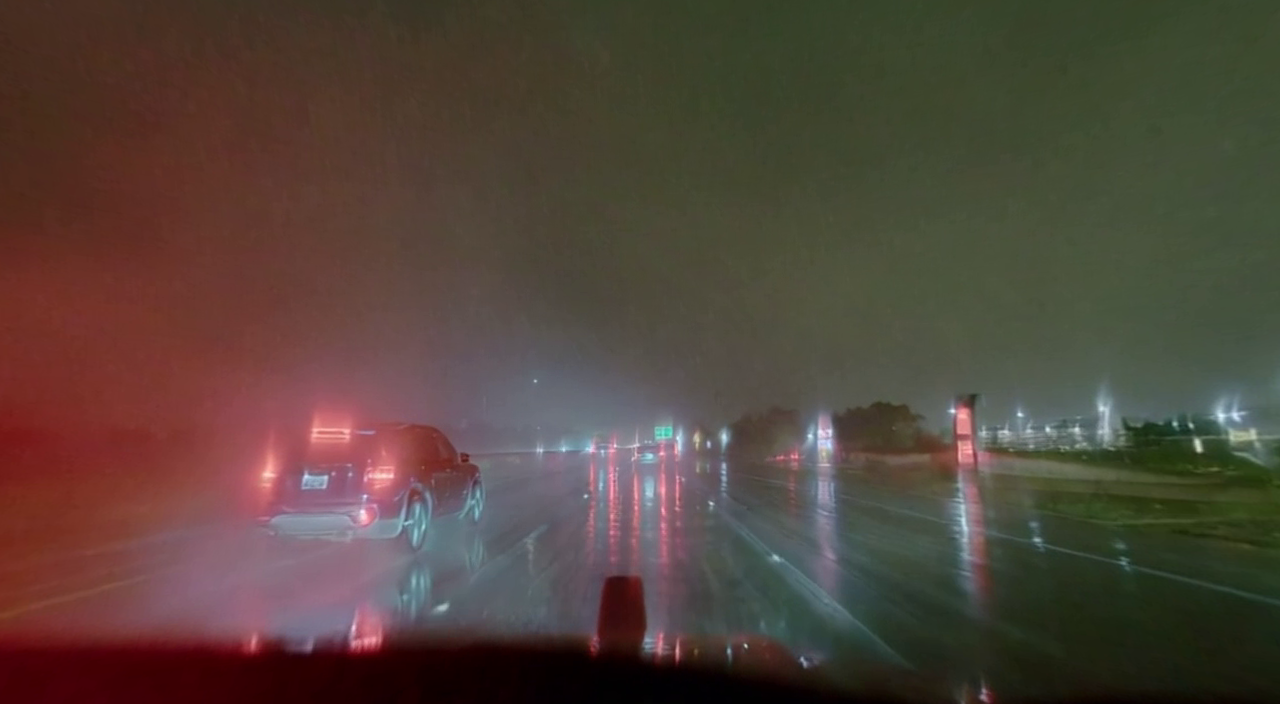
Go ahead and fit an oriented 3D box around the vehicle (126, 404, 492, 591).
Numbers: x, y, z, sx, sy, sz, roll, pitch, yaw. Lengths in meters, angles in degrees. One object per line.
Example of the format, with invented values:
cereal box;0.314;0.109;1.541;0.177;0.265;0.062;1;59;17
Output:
vehicle;-3.691;1.721;8.357;2.239;1.761;4.620;0;-8;1

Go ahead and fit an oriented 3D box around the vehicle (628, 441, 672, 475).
vehicle;0.454;5.170;31.076;2.000;1.558;3.945;0;-8;0

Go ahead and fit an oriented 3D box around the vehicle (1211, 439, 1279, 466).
vehicle;49.196;7.876;49.704;6.054;1.882;2.157;-3;-9;0
